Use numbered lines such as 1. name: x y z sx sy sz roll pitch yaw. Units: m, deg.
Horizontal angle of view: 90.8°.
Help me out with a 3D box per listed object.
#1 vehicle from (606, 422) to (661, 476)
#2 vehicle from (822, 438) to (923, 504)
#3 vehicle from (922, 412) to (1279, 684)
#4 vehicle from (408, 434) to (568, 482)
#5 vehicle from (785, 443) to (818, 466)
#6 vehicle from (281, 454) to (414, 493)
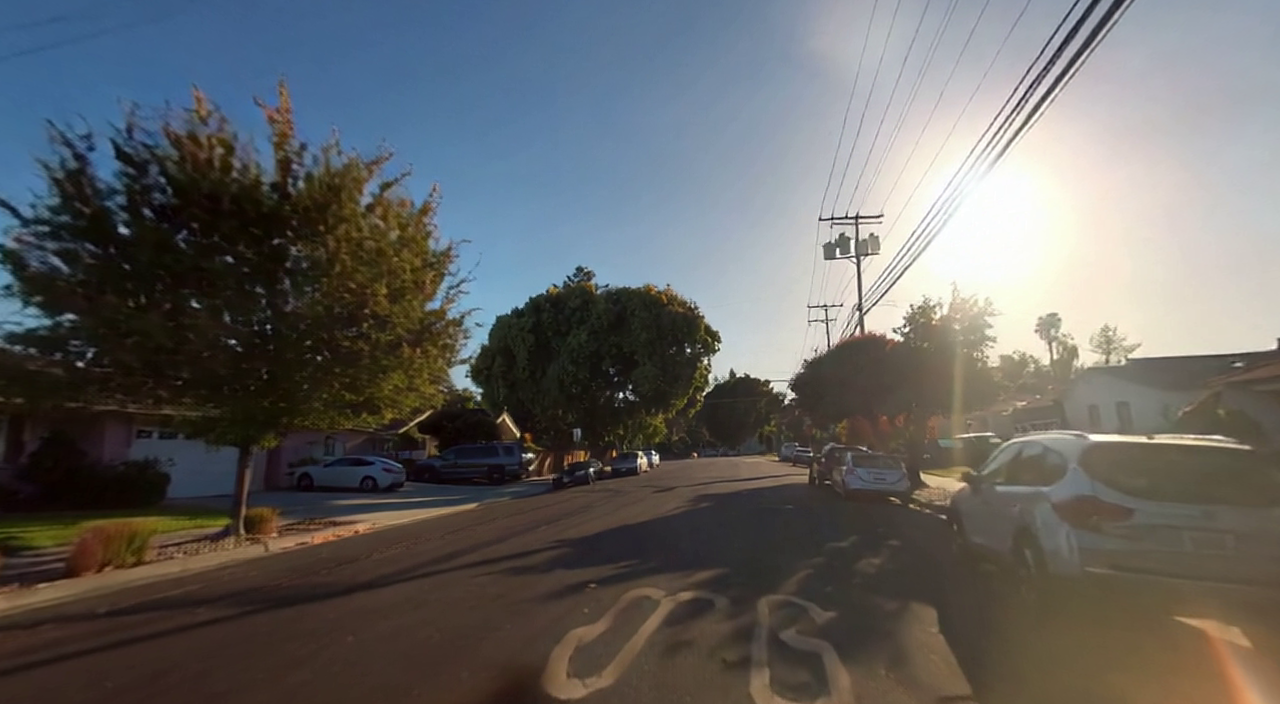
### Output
1. vehicle: -0.297 5.803 37.892 2.199 2.902 5.848 -2 -9 10
2. vehicle: 5.771 2.962 16.139 1.845 1.453 3.792 -2 -9 12
3. vehicle: 3.806 1.381 5.335 1.908 1.572 3.105 -2 -9 12
4. vehicle: -6.735 4.726 28.318 6.488 2.009 2.354 -2 -9 11
5. vehicle: 10.860 6.898 42.608 1.743 1.440 3.732 -1 -9 9
6. vehicle: -11.528 4.782 25.034 4.481 1.420 1.712 -1 -9 8
